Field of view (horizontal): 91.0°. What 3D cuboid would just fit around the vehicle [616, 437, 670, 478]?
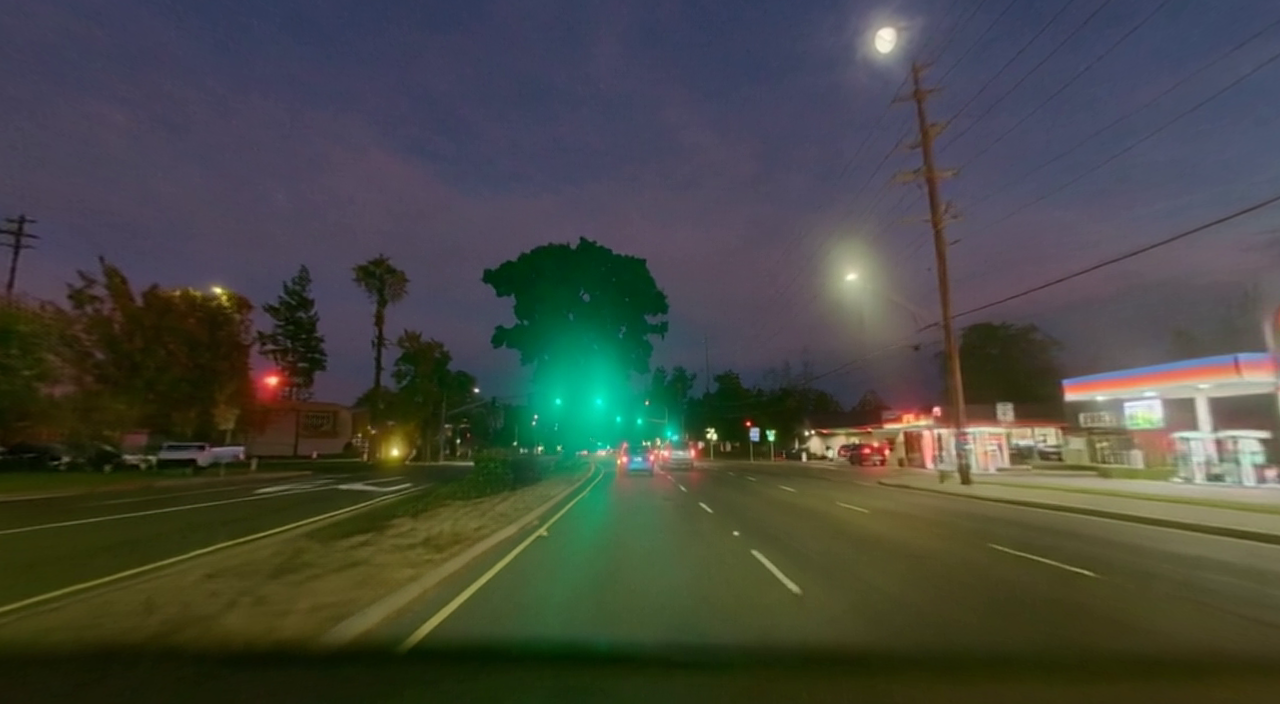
[{"bbox_3d":[0.092,4.479,26.989,2.145,1.572,4.021,1,-8,-1],"label":"vehicle"}]

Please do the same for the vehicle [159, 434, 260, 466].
[{"bbox_3d":[-30.645,6.979,44.875,5.713,2.148,2.107,0,-8,4],"label":"vehicle"}]

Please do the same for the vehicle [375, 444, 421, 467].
[{"bbox_3d":[-19.140,8.181,49.966,1.967,1.680,4.396,-1,-9,-1],"label":"vehicle"}]

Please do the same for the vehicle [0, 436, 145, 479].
[{"bbox_3d":[-27.100,4.897,29.255,6.027,1.805,2.010,3,-11,-26],"label":"vehicle"}]

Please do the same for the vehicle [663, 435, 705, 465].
[{"bbox_3d":[3.284,7.498,48.380,2.731,2.101,6.047,0,-8,0],"label":"vehicle"}]
